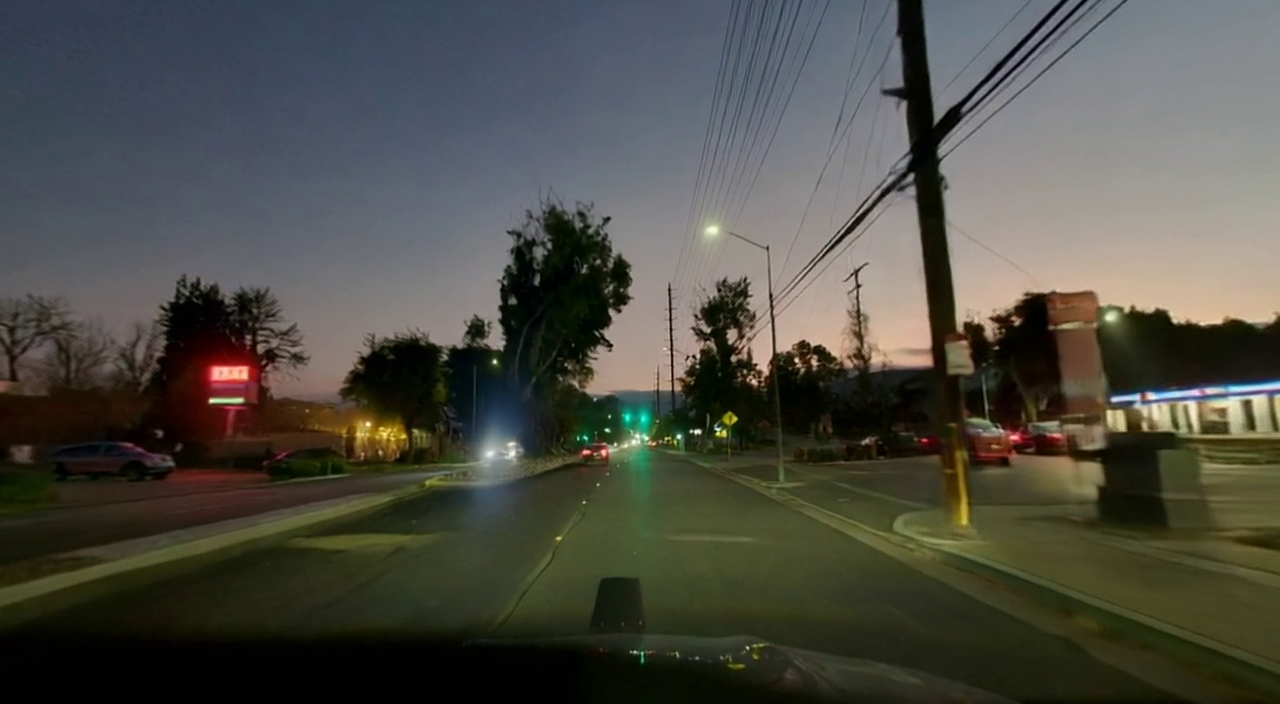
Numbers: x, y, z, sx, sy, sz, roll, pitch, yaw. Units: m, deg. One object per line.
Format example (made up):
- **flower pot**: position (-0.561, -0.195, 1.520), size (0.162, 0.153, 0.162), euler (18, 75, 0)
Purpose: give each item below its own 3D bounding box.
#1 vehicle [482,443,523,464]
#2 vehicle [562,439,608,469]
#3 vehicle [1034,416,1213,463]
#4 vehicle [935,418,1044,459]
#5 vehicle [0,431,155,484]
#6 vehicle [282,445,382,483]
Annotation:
- **vehicle**: position (-10.398, 7.648, 47.945), size (2.021, 1.480, 4.800), euler (0, -8, 1)
- **vehicle**: position (-2.894, 5.472, 34.035), size (2.073, 1.525, 3.968), euler (0, -8, 0)
- **vehicle**: position (17.816, 3.250, 23.434), size (4.943, 1.646, 2.072), euler (0, -8, -1)
- **vehicle**: position (18.347, 4.522, 33.412), size (2.020, 1.972, 4.983), euler (3, -7, -16)
- **vehicle**: position (-23.144, 4.316, 25.936), size (4.657, 1.806, 2.132), euler (-3, -8, -1)
- **vehicle**: position (-13.866, 5.041, 28.761), size (2.091, 1.538, 4.451), euler (-1, -8, 3)
